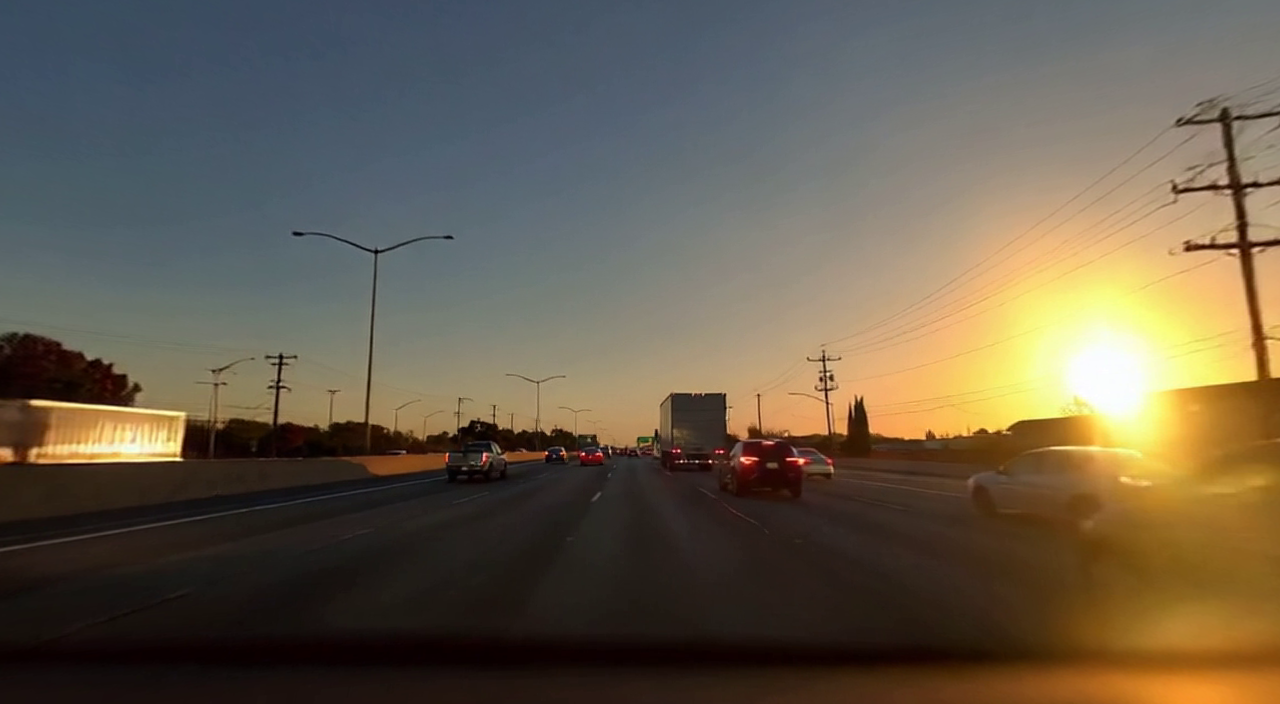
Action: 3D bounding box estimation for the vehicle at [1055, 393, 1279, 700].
[{"bbox_3d":[4.394,0.965,2.880,1.978,1.607,4.245,1,-9,-2],"label":"vehicle"}]

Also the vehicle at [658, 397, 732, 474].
[{"bbox_3d":[2.997,5.161,38.254,3.045,3.923,11.834,1,-9,-2],"label":"vehicle"}]

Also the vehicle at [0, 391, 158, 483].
[{"bbox_3d":[-29.175,4.142,30.328,3.018,3.937,11.431,0,-9,-2],"label":"vehicle"}]

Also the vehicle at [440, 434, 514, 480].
[{"bbox_3d":[-7.089,4.629,27.933,2.147,1.825,4.602,0,-9,-1],"label":"vehicle"}]

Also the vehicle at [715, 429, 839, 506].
[{"bbox_3d":[3.521,3.082,17.282,2.182,1.782,4.800,1,-9,-2],"label":"vehicle"}]

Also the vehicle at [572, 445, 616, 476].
[{"bbox_3d":[-2.429,5.845,34.174,2.060,1.508,4.308,0,-9,0],"label":"vehicle"}]
